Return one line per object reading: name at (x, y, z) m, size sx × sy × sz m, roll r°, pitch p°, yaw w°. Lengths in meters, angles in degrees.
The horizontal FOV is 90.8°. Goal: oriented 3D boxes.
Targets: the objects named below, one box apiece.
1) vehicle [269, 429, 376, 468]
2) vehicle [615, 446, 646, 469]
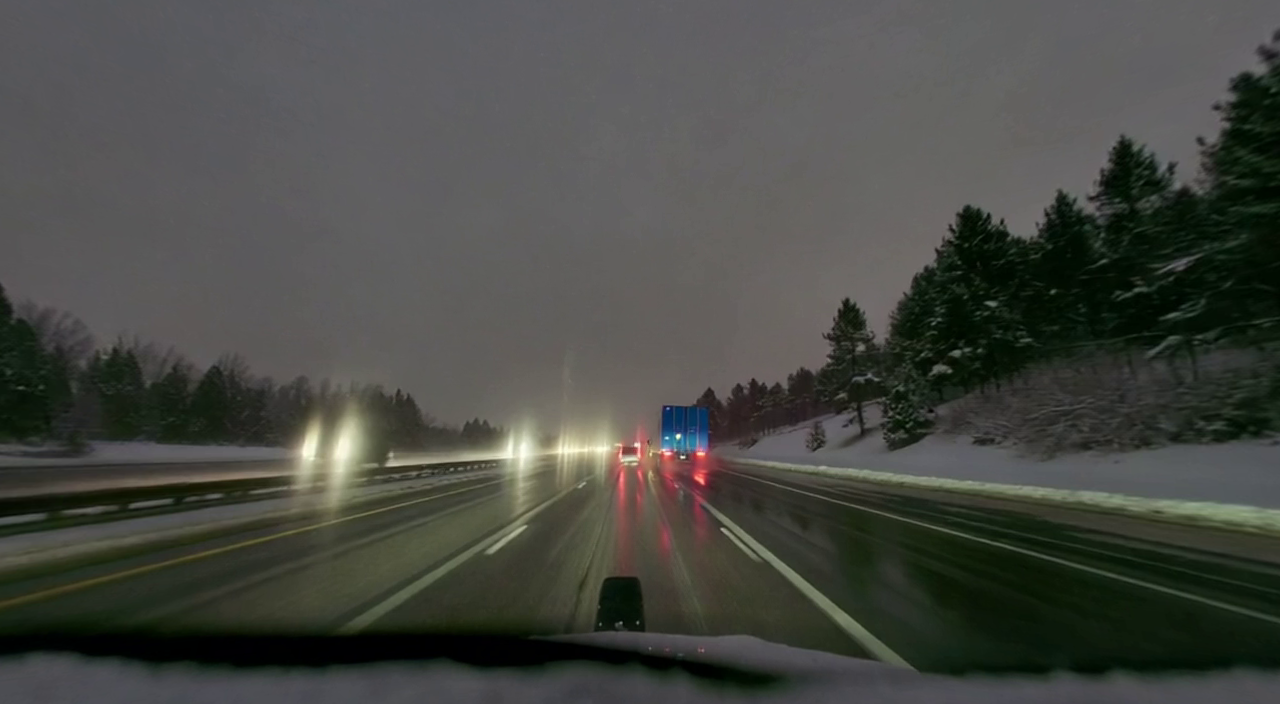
vehicle at (-12.658, 3.910, 25.545) m, size 2.048 × 1.454 × 4.392 m, roll 0°, pitch -9°, yaw 0°
vehicle at (-0.628, 6.955, 41.801) m, size 1.898 × 1.438 × 4.053 m, roll 0°, pitch -9°, yaw -1°
